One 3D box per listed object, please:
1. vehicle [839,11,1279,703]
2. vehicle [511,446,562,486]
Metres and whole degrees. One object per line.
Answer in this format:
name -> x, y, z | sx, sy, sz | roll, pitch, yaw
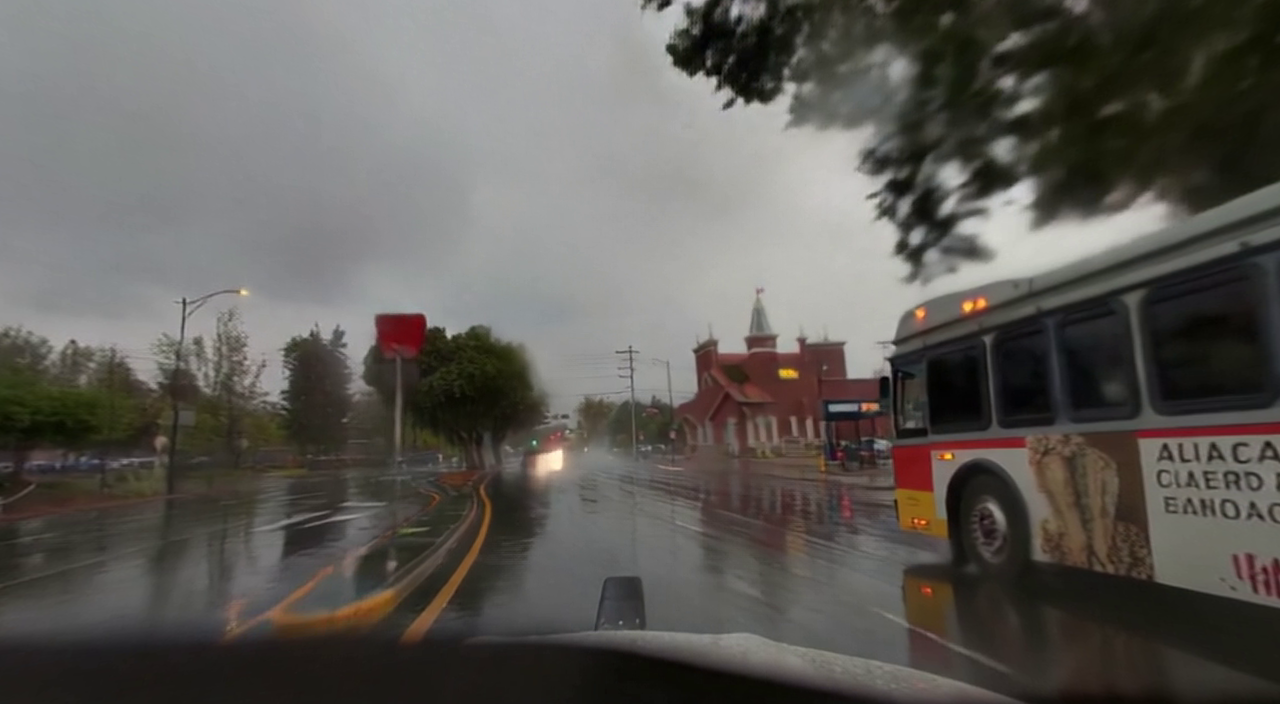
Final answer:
vehicle -> 4.712, -0.116, 2.276 | 3.028, 3.353, 12.630 | 0, -9, -4
vehicle -> -4.726, 5.060, 28.370 | 2.032, 1.621, 4.082 | 2, -9, -12
